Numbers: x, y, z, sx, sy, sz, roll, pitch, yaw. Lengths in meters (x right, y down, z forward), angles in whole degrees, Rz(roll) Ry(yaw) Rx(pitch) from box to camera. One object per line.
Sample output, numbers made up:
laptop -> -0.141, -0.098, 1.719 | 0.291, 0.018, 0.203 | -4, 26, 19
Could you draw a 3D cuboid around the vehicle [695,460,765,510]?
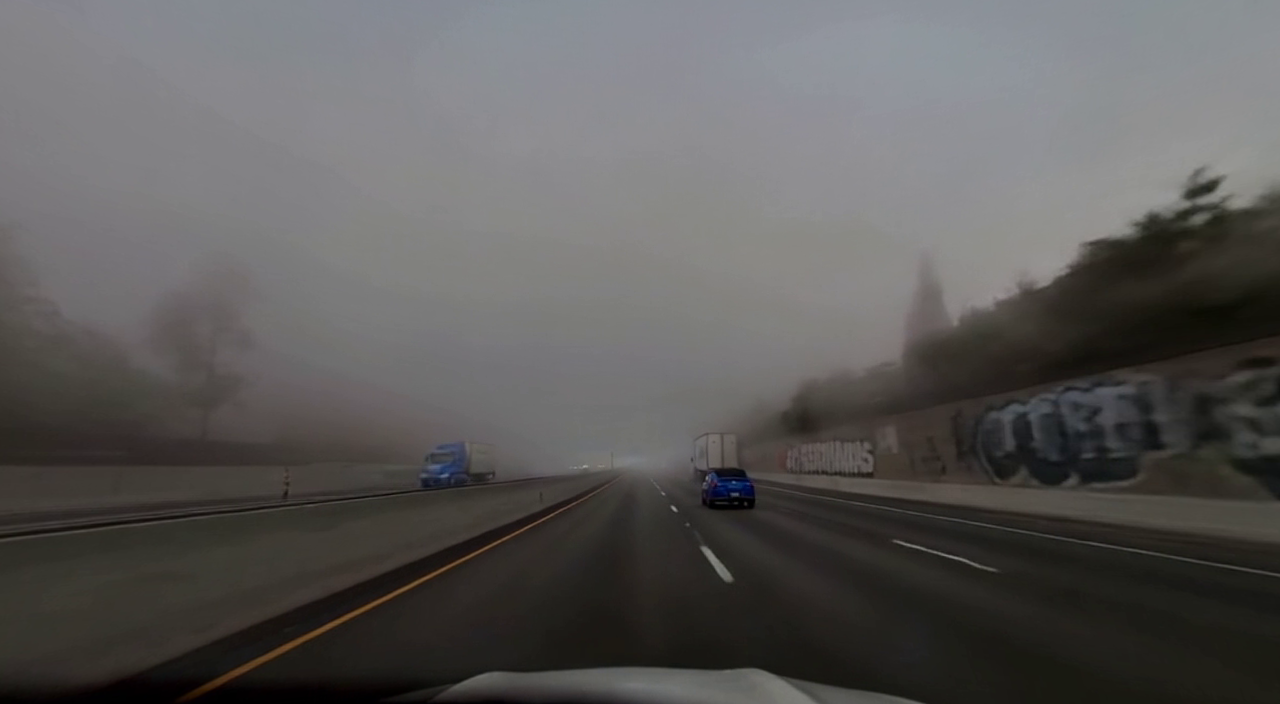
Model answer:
vehicle -> 3.140, 4.730, 22.725 | 2.011, 1.574, 3.512 | 2, -10, 0
